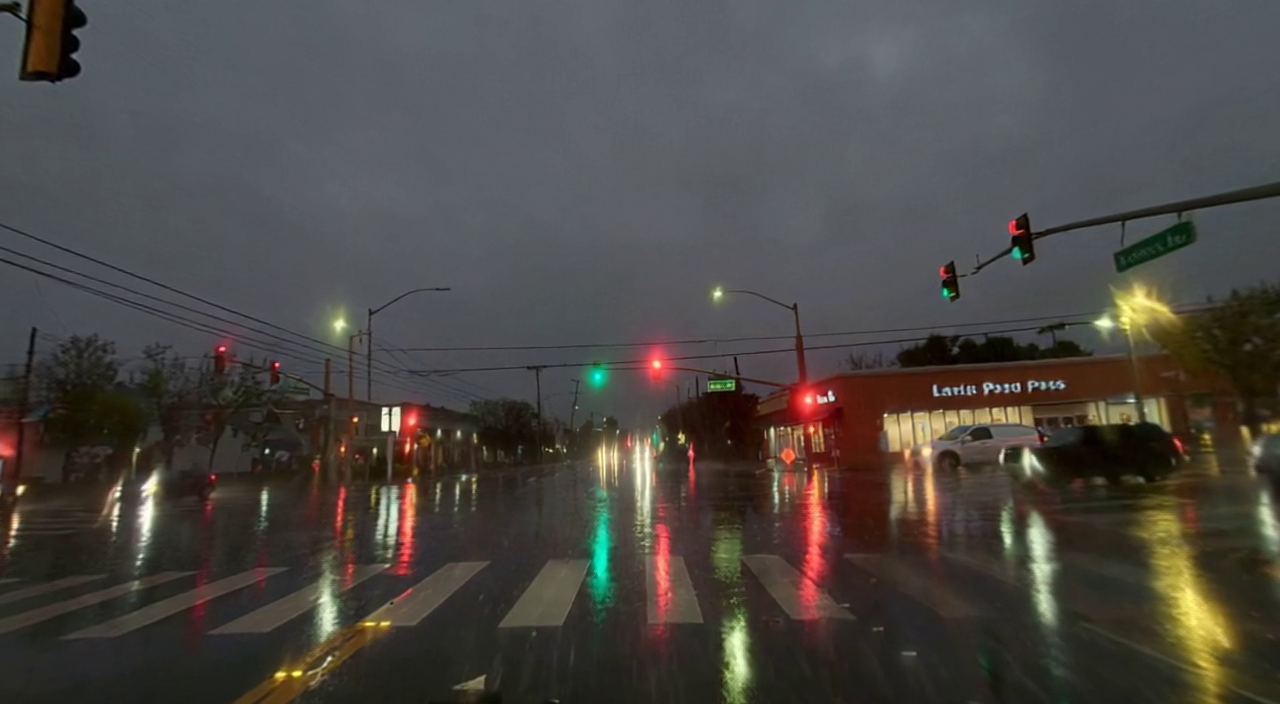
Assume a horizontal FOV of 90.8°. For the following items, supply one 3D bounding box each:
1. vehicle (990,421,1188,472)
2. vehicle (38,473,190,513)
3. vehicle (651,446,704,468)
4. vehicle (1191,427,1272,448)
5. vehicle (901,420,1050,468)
[{"bbox_3d":[14.364,3.096,20.622,4.835,1.487,1.913,-4,-9,20],"label":"vehicle"},{"bbox_3d":[-21.283,5.690,25.665,4.676,1.463,1.909,-1,-8,6],"label":"vehicle"},{"bbox_3d":[2.627,7.527,45.623,1.969,1.491,4.612,3,-9,-23],"label":"vehicle"},{"bbox_3d":[42.041,6.062,44.909,4.347,1.446,1.777,1,-9,-9],"label":"vehicle"},{"bbox_3d":[13.034,3.646,24.948,4.916,1.730,1.986,-4,-9,21],"label":"vehicle"}]
